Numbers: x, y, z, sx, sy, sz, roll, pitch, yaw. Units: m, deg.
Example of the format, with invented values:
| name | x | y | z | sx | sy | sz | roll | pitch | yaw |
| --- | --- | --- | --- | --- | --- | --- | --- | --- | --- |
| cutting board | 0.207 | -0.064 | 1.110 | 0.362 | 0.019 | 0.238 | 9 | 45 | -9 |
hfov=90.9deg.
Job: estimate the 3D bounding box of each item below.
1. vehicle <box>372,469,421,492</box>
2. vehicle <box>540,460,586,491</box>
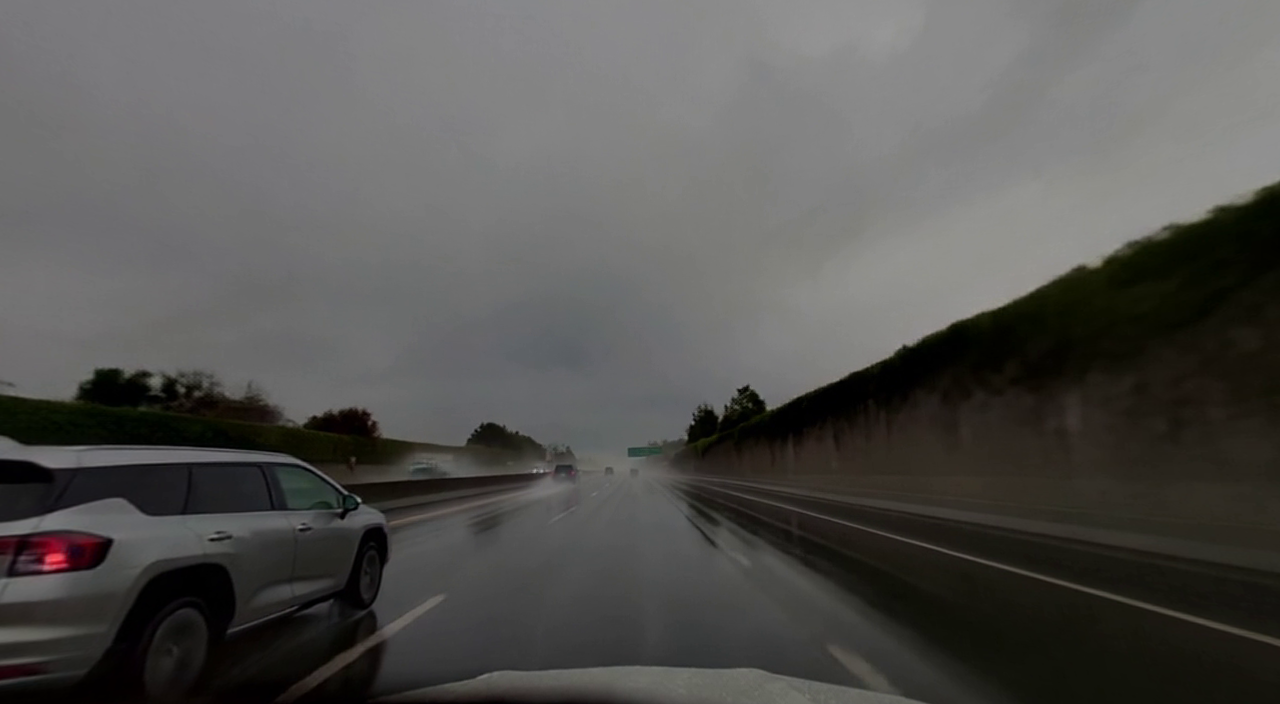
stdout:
| name | x | y | z | sx | sy | sz | roll | pitch | yaw |
| --- | --- | --- | --- | --- | --- | --- | --- | --- | --- |
| vehicle | -16.727 | 8.827 | 43.543 | 1.734 | 1.473 | 4.015 | 1 | -10 | 0 |
| vehicle | -4.632 | 7.541 | 38.683 | 2.178 | 1.736 | 4.847 | 1 | -10 | 0 |
